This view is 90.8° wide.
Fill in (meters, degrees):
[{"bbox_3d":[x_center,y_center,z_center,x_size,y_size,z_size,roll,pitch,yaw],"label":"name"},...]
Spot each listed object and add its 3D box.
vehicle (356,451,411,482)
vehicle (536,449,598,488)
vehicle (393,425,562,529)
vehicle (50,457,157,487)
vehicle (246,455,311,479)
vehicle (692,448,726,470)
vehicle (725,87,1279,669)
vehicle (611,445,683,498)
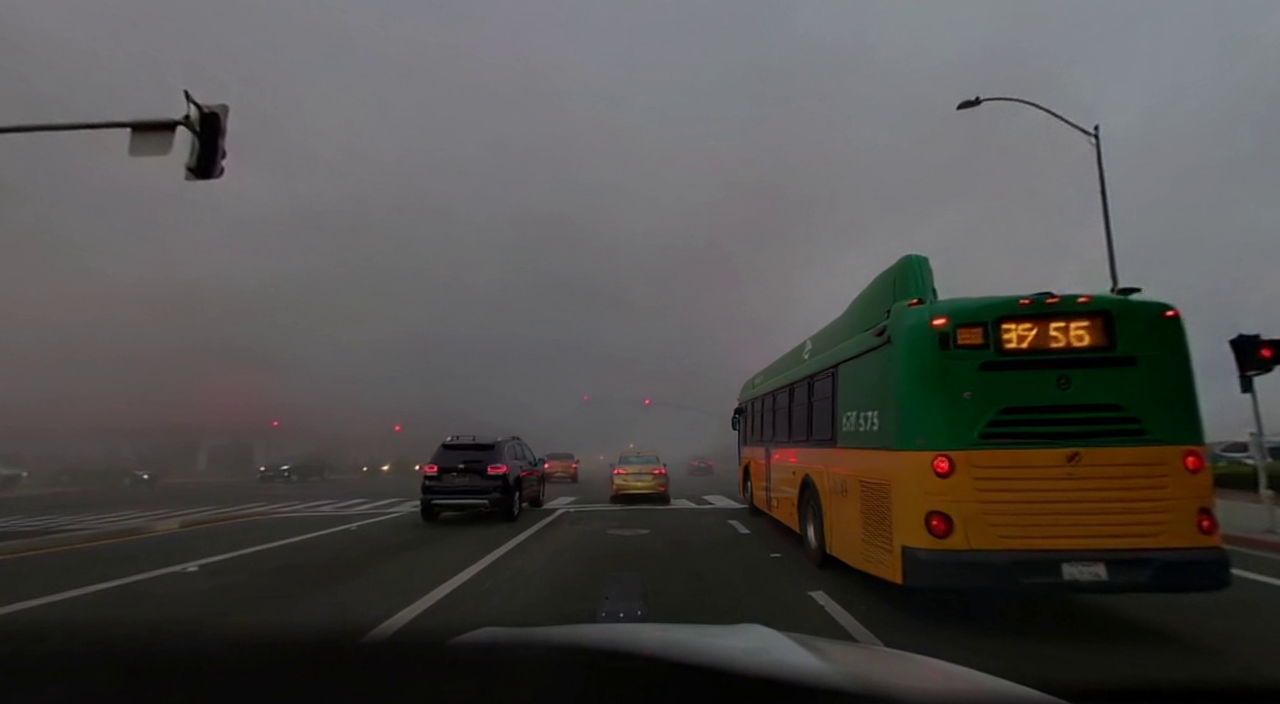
[{"bbox_3d":[-15.325,6.765,37.602,2.076,1.540,4.577,3,-8,-34],"label":"vehicle"},{"bbox_3d":[-2.865,4.688,25.786,1.919,1.415,4.178,0,-9,2],"label":"vehicle"},{"bbox_3d":[-3.199,2.594,13.751,2.145,1.824,4.974,-1,-9,3],"label":"vehicle"},{"bbox_3d":[-34.746,7.773,41.060,4.872,1.622,2.022,-1,-9,-7],"label":"vehicle"},{"bbox_3d":[-27.007,8.527,47.182,4.679,1.679,1.899,-5,-10,27],"label":"vehicle"},{"bbox_3d":[4.841,7.598,44.969,1.989,1.467,4.364,0,-9,1],"label":"vehicle"},{"bbox_3d":[3.908,1.055,11.044,3.068,4.026,13.534,0,-9,0],"label":"vehicle"},{"bbox_3d":[0.246,3.726,20.065,2.060,1.499,3.831,0,-9,2],"label":"vehicle"}]
